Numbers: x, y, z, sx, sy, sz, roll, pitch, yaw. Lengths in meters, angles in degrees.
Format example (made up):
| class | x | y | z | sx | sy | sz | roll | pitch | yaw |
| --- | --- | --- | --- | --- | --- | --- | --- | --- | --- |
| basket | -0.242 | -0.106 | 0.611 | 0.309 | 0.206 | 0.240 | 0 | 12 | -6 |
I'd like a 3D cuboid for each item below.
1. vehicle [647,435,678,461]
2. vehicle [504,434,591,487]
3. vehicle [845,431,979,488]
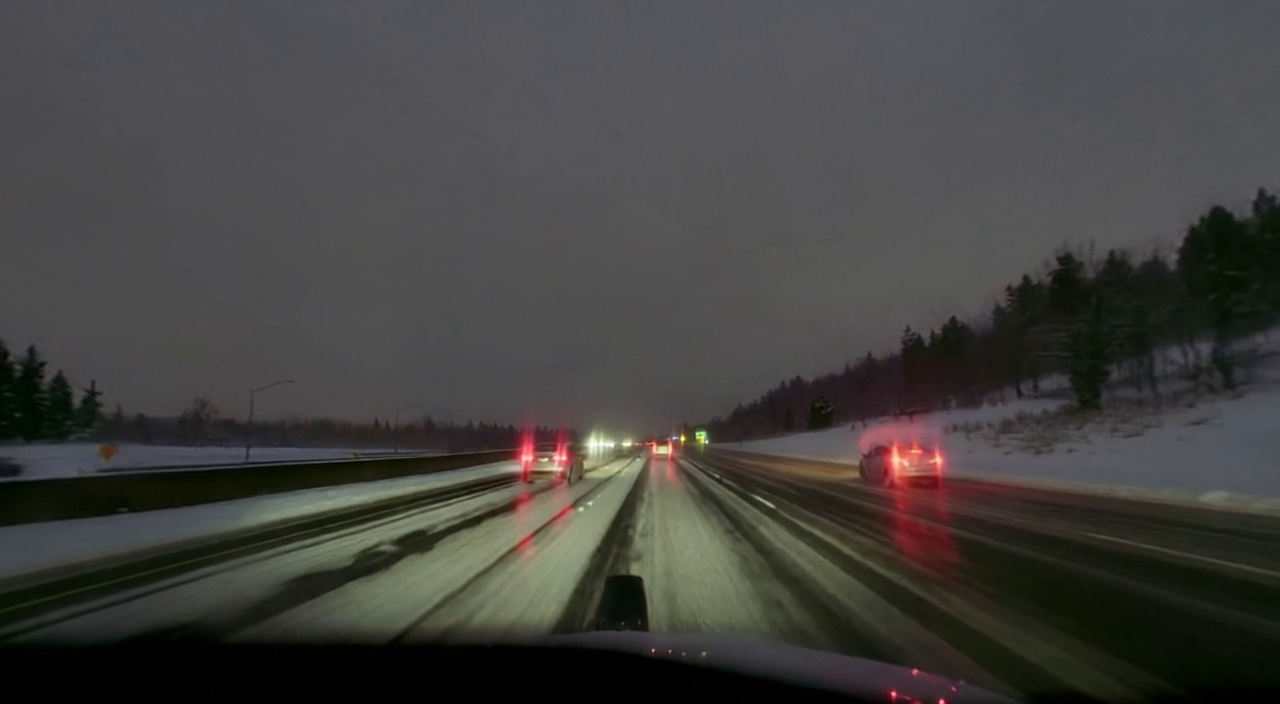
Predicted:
| class | x | y | z | sx | sy | sz | roll | pitch | yaw |
| --- | --- | --- | --- | --- | --- | --- | --- | --- | --- |
| vehicle | 1.542 | 6.680 | 43.679 | 2.063 | 1.698 | 4.355 | 0 | -8 | 1 |
| vehicle | -2.888 | 3.511 | 20.656 | 2.050 | 1.546 | 4.344 | 0 | -8 | 2 |
| vehicle | 8.012 | 3.216 | 19.119 | 1.870 | 1.493 | 5.015 | 0 | -8 | 0 |
